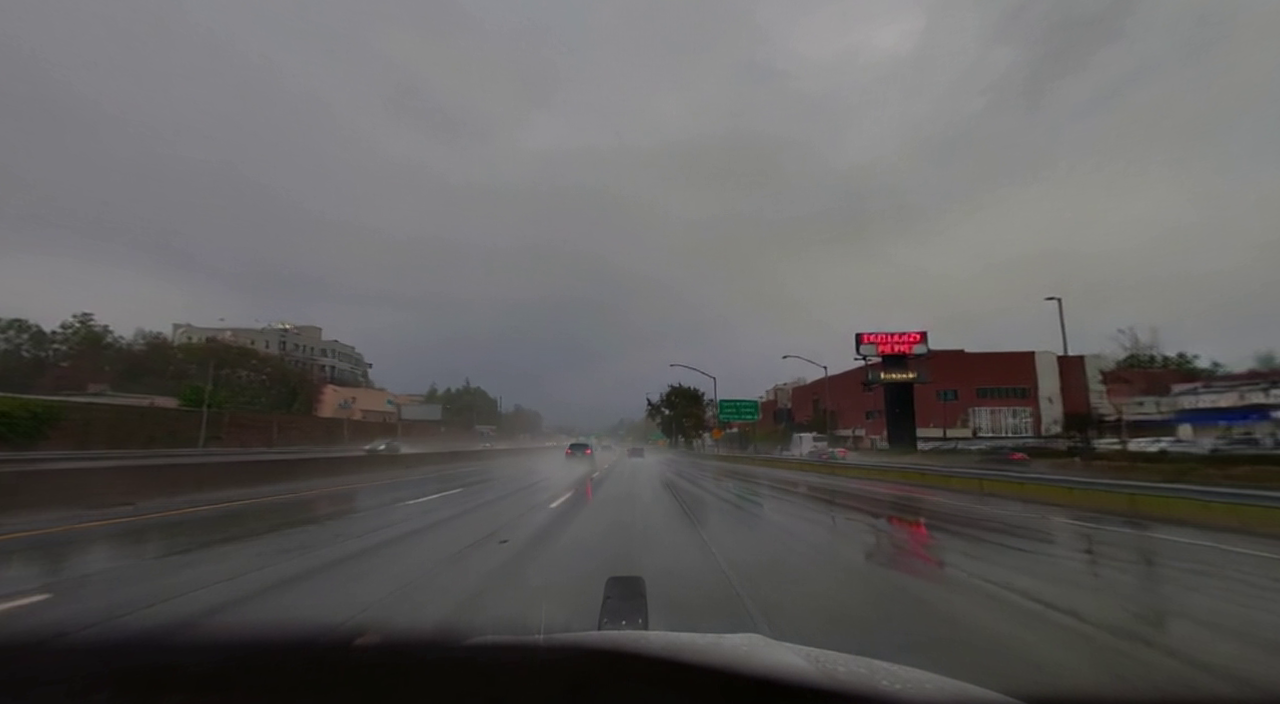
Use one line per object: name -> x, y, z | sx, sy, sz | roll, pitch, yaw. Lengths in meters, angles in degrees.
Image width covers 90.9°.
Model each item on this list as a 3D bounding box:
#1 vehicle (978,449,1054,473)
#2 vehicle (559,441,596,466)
vehicle -> 29.556, 8.576, 49.868 | 1.972, 1.749, 5.464 | 2, -9, -10
vehicle -> -4.559, 7.532, 47.175 | 2.236, 1.736, 5.585 | 0, -8, 0
